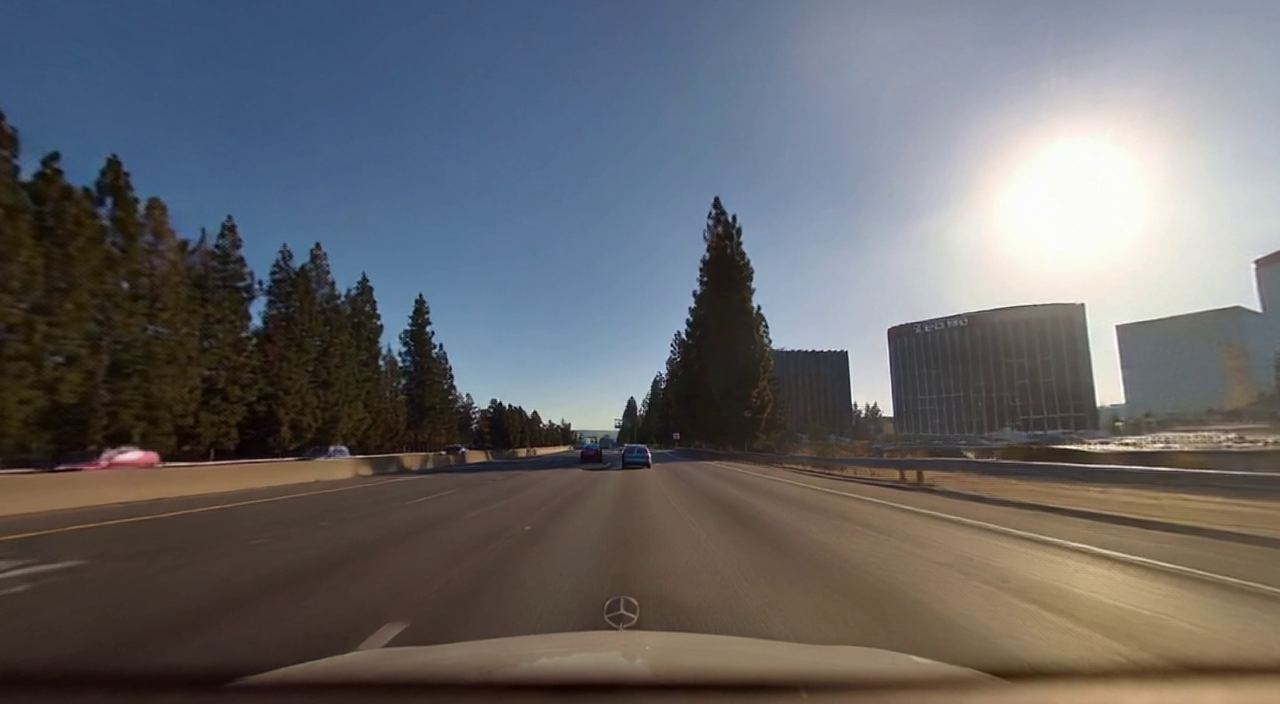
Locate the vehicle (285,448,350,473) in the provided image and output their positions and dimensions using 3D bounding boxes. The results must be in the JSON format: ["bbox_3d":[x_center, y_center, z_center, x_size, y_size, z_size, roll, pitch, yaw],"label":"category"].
[{"bbox_3d":[-22.759,7.667,44.646,2.030,1.605,4.975,0,-8,0],"label":"vehicle"}]

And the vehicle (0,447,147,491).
[{"bbox_3d":[-26.508,5.398,29.636,2.029,1.816,5.563,0,-8,0],"label":"vehicle"}]

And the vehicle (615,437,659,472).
[{"bbox_3d":[-0.190,5.764,35.547,2.302,1.810,4.707,0,-8,-1],"label":"vehicle"}]
